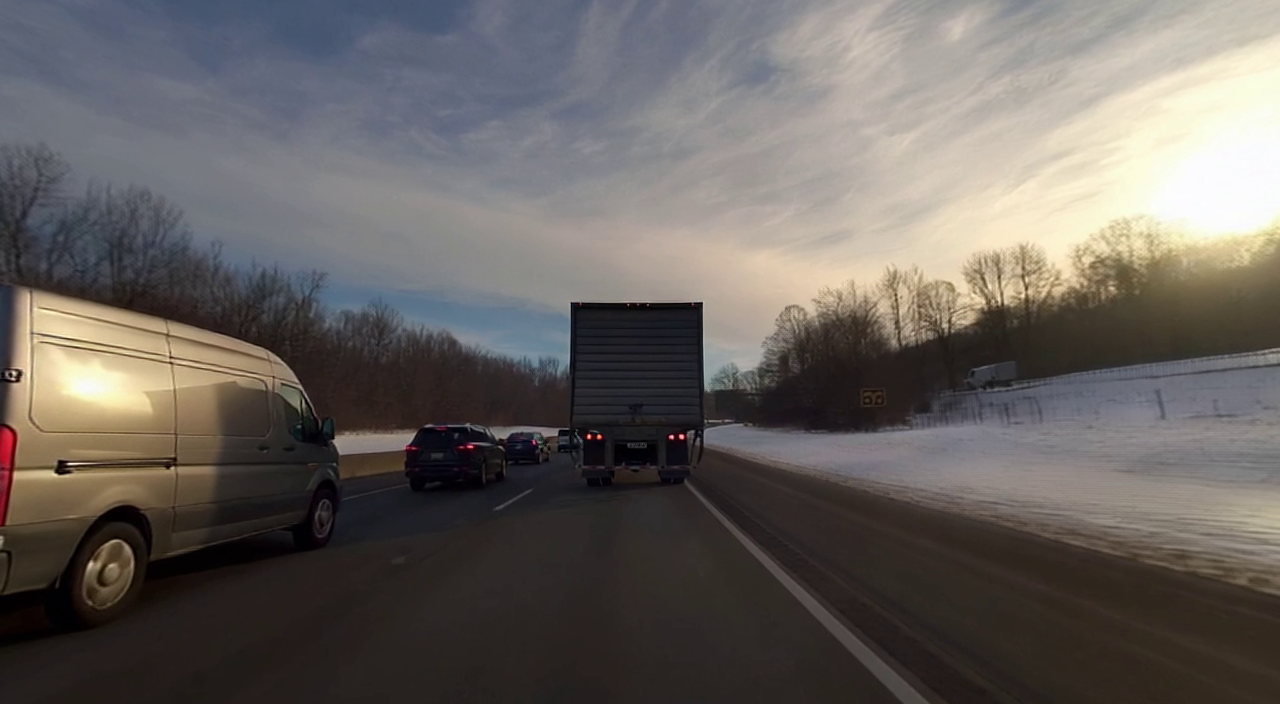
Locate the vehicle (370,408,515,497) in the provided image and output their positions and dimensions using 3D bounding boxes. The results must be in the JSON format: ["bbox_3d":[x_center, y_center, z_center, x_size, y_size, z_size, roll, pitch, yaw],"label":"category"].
[{"bbox_3d":[-4.926,2.586,16.590,2.168,1.985,4.952,0,-8,0],"label":"vehicle"}]

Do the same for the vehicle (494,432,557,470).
[{"bbox_3d":[-4.897,4.281,27.512,1.931,1.539,4.441,0,-8,0],"label":"vehicle"}]

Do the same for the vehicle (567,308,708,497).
[{"bbox_3d":[-0.060,1.717,18.421,2.953,4.041,10.072,0,-8,0],"label":"vehicle"}]

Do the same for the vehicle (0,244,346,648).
[{"bbox_3d":[-5.260,0.834,5.743,2.478,2.515,5.438,0,-8,0],"label":"vehicle"}]
